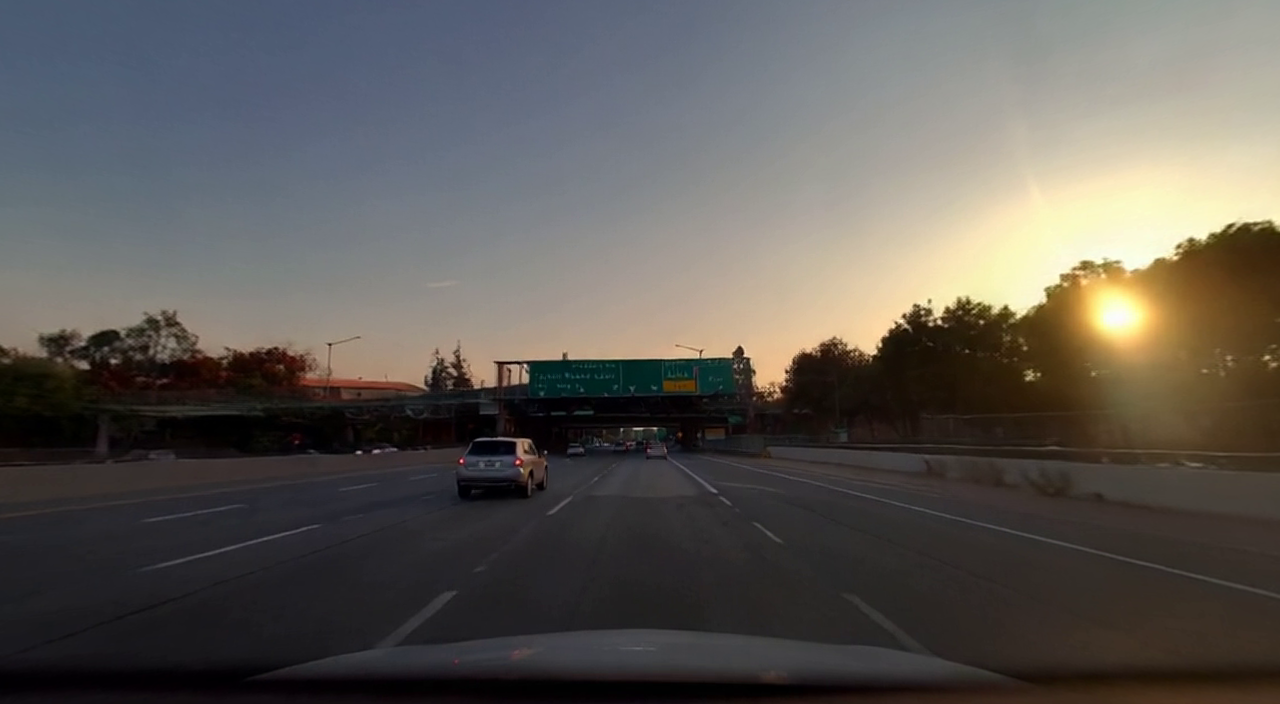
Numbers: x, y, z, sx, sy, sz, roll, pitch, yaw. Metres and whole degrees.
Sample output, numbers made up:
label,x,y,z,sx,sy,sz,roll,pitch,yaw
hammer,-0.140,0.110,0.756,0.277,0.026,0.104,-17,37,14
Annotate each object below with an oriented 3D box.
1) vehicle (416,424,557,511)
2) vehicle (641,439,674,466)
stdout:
label,x,y,z,sx,sy,sz,roll,pitch,yaw
vehicle,-3.467,2.719,15.297,2.214,1.759,4.435,-1,-8,1
vehicle,1.098,6.505,40.978,2.023,1.589,4.030,-1,-8,1
